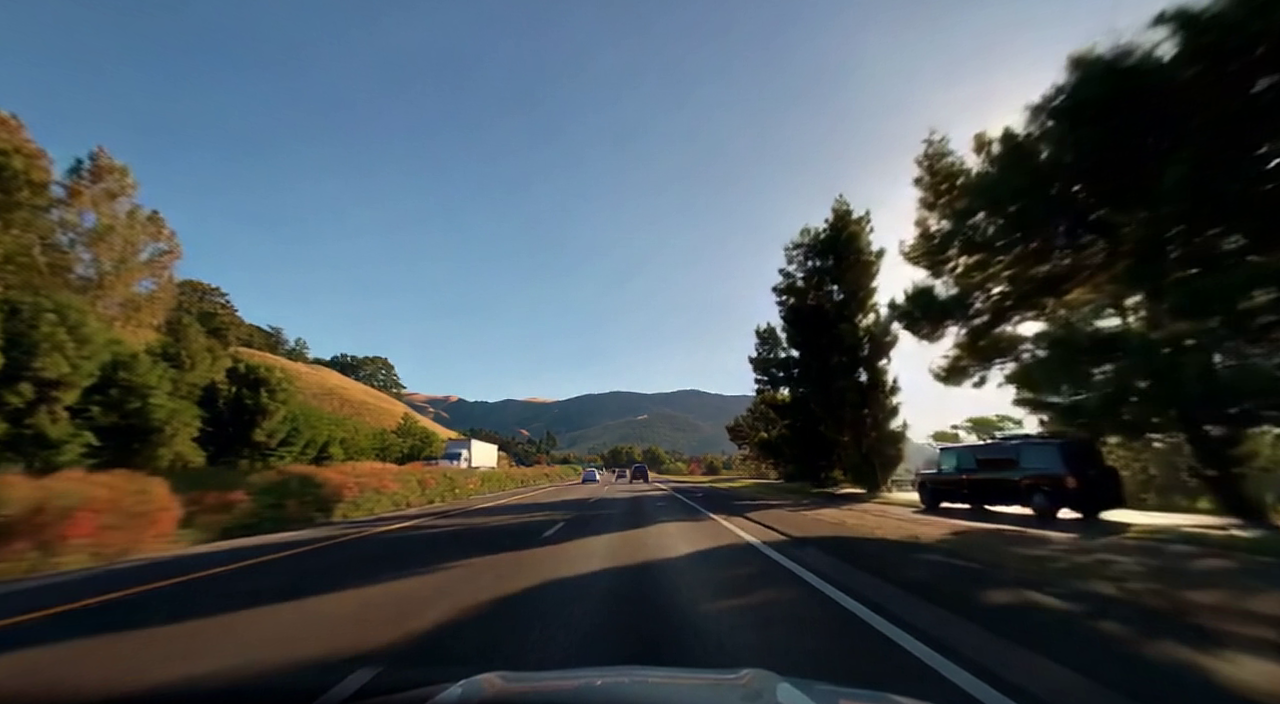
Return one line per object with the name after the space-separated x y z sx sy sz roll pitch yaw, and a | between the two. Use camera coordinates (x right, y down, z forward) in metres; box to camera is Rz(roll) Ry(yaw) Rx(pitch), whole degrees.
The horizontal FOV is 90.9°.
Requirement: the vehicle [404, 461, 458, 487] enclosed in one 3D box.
-13.234 7.770 40.194 2.021 1.485 4.198 0 -11 0 | vehicle

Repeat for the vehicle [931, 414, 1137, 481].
22.229 5.887 37.432 2.846 3.184 14.350 1 -10 -1 | vehicle

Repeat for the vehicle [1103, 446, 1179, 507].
38.963 9.580 48.755 3.136 4.077 11.687 -9 -14 42 | vehicle
